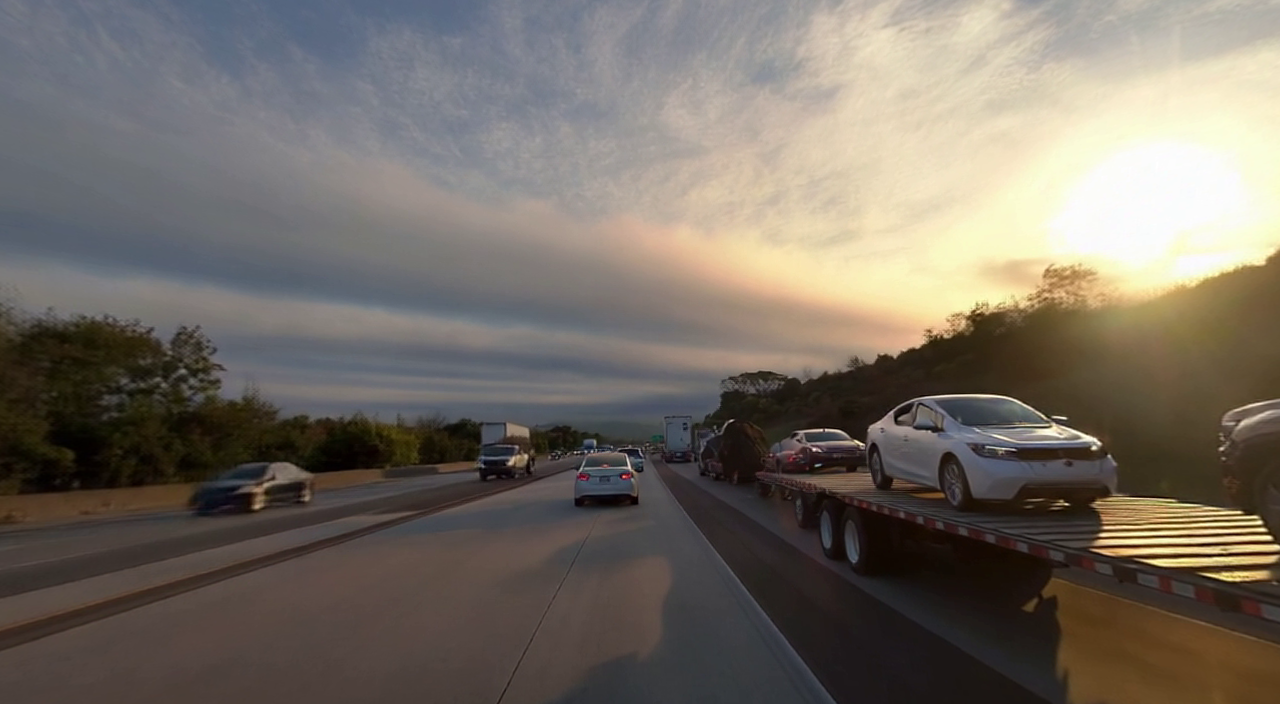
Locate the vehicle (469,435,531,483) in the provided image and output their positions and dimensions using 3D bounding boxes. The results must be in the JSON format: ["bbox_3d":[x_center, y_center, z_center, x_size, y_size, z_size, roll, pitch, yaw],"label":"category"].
[{"bbox_3d":[-8.277,6.390,37.976,2.385,2.627,5.771,0,-9,0],"label":"vehicle"}]

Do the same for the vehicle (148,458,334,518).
[{"bbox_3d":[-11.811,4.039,19.235,2.431,1.508,4.935,0,-9,0],"label":"vehicle"}]

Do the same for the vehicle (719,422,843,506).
[{"bbox_3d":[3.469,2.878,16.421,2.303,1.889,3.920,0,-9,0],"label":"vehicle"}]

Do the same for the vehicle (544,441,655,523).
[{"bbox_3d":[-0.712,2.644,13.258,1.991,1.466,3.675,0,-9,0],"label":"vehicle"}]

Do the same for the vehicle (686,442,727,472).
[{"bbox_3d":[3.854,6.185,37.217,1.938,1.660,4.223,0,-9,-1],"label":"vehicle"}]

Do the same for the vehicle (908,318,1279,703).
[{"bbox_3d":[3.492,0.937,3.573,1.959,1.783,4.407,0,-9,0],"label":"vehicle"}]
